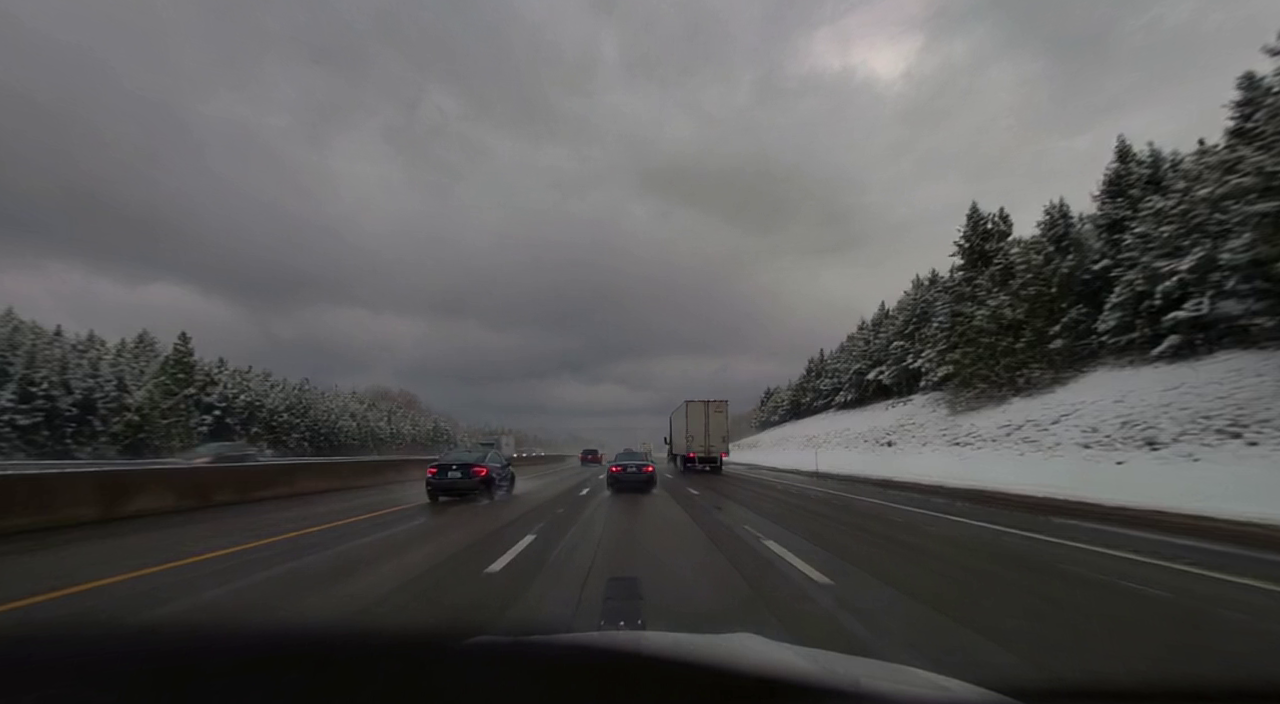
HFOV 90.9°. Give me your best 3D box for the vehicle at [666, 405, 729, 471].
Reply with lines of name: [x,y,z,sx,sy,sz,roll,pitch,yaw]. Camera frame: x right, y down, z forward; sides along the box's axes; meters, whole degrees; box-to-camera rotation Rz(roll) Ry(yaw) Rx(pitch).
vehicle: [3.858,6.465,46.535,2.905,4.109,14.332,0,-9,-2]

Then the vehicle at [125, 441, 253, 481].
vehicle: [-18.562,4.498,26.272,1.923,1.500,4.769,0,-9,-2]

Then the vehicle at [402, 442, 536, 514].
vehicle: [-3.889,2.949,15.224,2.017,1.460,4.382,0,-9,0]

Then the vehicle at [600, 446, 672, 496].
vehicle: [-0.155,3.695,19.899,2.023,1.400,4.028,0,-9,-1]

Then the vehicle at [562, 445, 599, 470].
vehicle: [-4.137,7.452,44.639,2.232,1.688,4.844,0,-9,-1]
